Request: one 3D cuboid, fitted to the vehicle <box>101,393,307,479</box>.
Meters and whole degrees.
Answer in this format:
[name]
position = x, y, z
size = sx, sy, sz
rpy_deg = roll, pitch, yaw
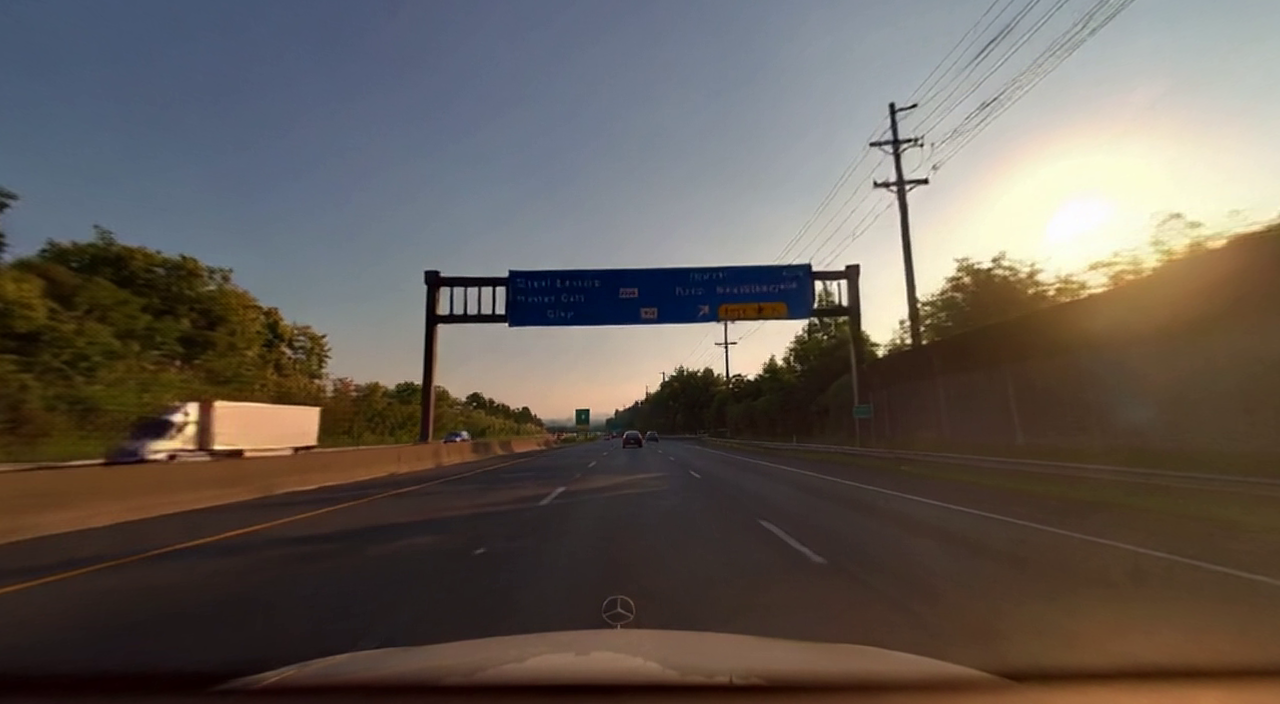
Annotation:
[vehicle]
position = -20.674, 4.138, 31.094
size = 2.966, 3.516, 10.162
rpy_deg = 0, -8, 0
